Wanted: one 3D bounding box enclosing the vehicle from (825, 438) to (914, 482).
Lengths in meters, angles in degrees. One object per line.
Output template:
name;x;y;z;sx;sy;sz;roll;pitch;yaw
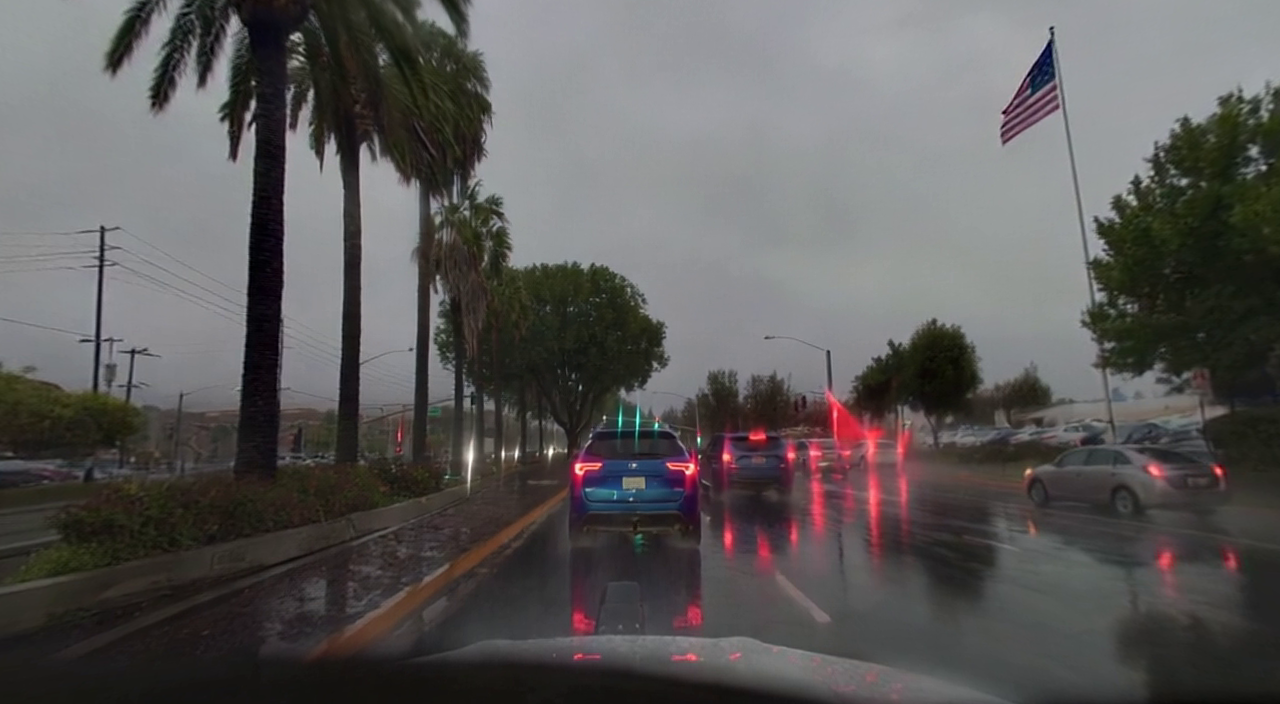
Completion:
vehicle;10.071;4.763;28.196;2.155;1.779;4.582;0;-9;-1

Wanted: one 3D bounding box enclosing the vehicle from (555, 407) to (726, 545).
vehicle;-0.032;2.088;11.257;2.402;1.938;4.535;0;-9;-1

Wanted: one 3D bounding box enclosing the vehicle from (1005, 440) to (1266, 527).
vehicle;9.850;2.604;13.135;1.967;1.485;4.267;0;-9;1

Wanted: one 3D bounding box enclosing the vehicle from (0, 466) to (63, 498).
vehicle;-45.824;9.270;45.233;6.410;2.078;2.584;0;-9;0

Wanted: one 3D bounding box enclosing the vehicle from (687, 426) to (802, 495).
vehicle;3.312;3.658;21.747;2.773;2.021;6.212;0;-9;-1
